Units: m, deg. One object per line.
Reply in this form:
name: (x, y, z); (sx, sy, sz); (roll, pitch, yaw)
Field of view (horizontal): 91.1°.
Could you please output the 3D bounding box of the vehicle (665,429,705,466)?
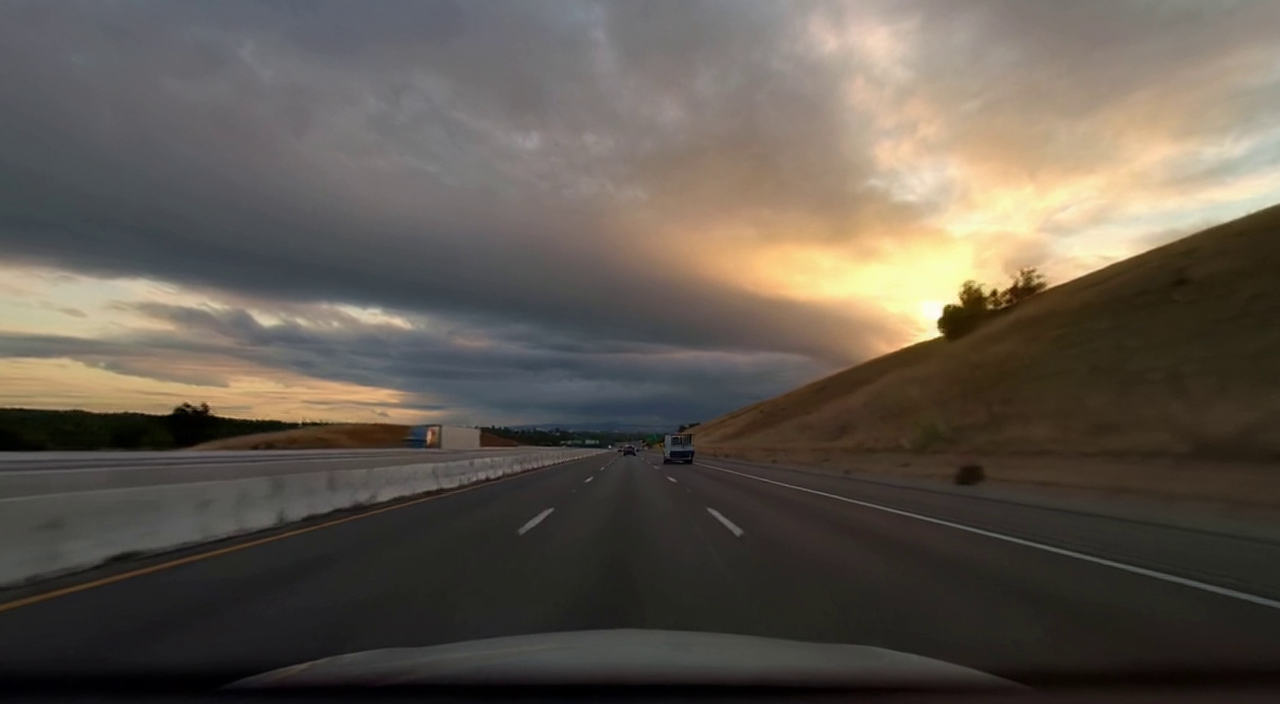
vehicle: (3.364, 7.337, 48.323); (2.527, 2.682, 4.082); (0, -9, -3)
